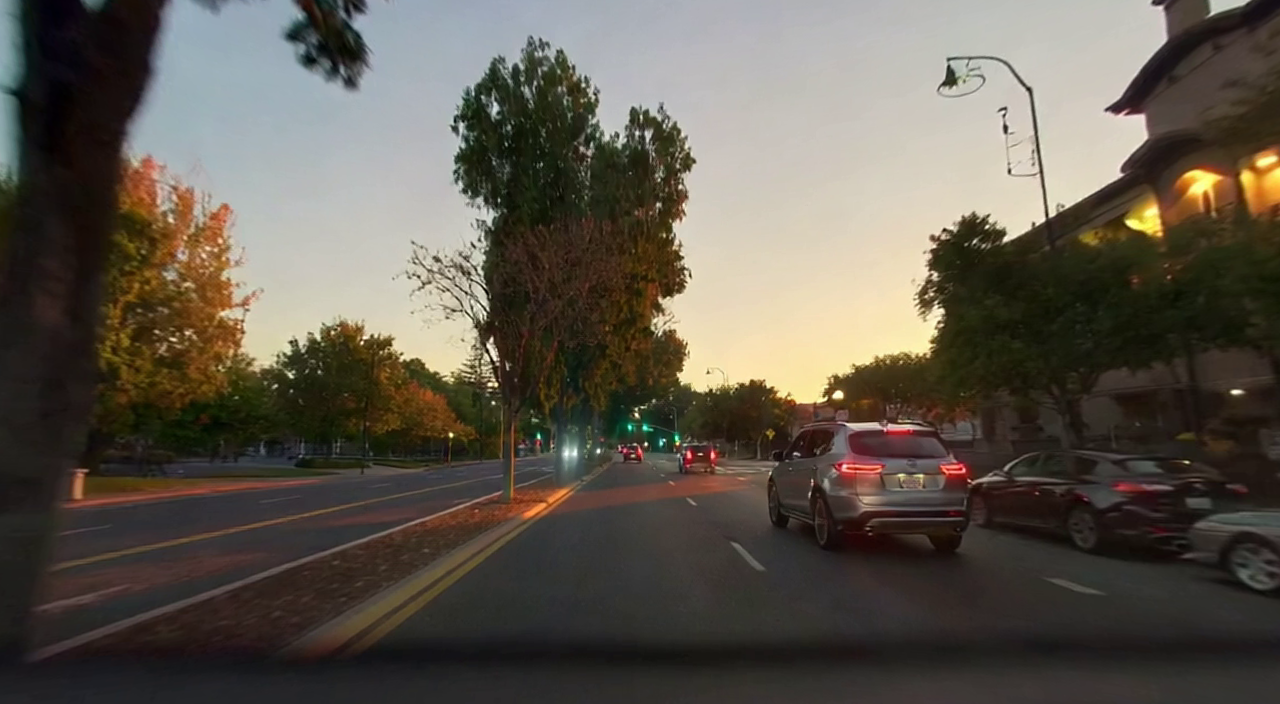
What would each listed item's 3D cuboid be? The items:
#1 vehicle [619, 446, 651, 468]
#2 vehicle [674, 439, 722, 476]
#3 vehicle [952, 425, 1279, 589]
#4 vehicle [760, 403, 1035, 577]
[{"bbox_3d":[-0.328,7.227,43.534,2.131,1.474,4.146,0,-8,0],"label":"vehicle"},{"bbox_3d":[3.103,5.780,34.837,2.085,1.828,5.383,0,-8,0],"label":"vehicle"},{"bbox_3d":[7.143,2.065,9.460,2.143,1.756,5.118,1,-8,-2],"label":"vehicle"},{"bbox_3d":[3.209,1.817,9.049,2.033,1.865,4.360,0,-8,-1],"label":"vehicle"}]
